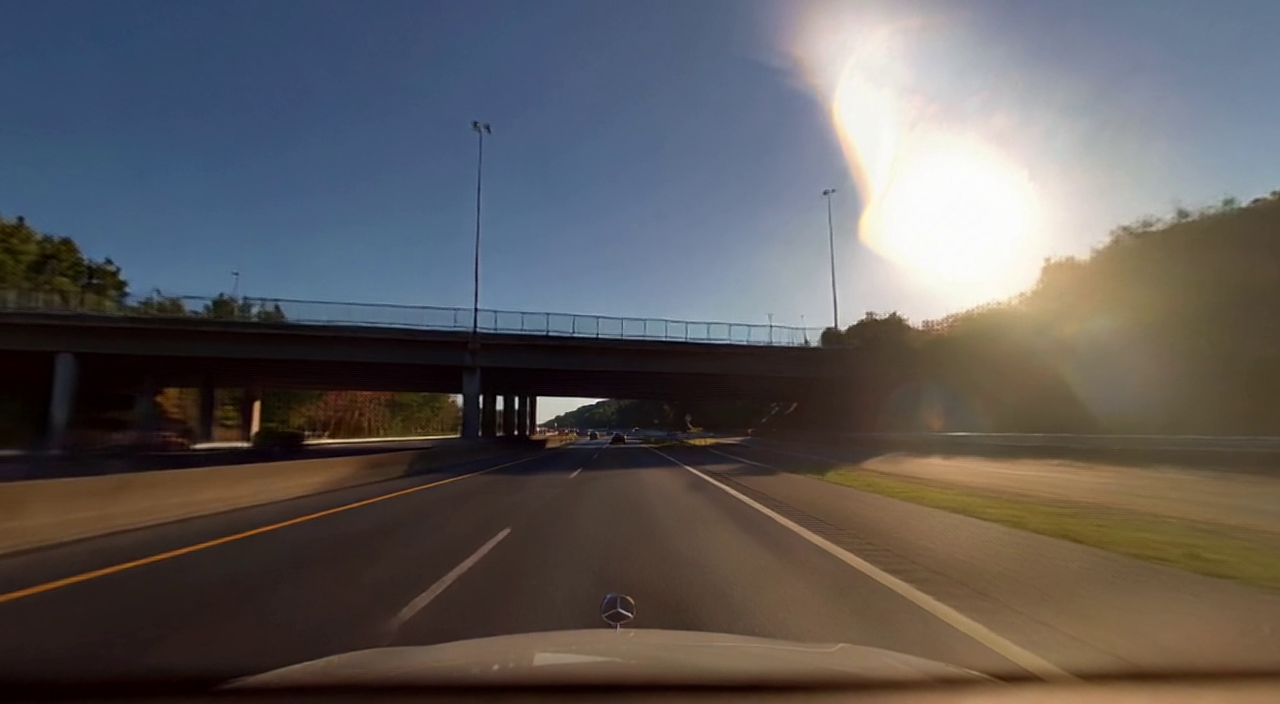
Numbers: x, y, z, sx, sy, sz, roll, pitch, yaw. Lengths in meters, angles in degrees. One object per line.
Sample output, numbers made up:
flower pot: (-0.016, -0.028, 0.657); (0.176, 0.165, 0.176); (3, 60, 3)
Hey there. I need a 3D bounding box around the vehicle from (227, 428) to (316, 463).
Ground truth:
vehicle: (-16.845, 4.288, 28.992); (1.776, 1.476, 4.034); (0, -8, -2)
